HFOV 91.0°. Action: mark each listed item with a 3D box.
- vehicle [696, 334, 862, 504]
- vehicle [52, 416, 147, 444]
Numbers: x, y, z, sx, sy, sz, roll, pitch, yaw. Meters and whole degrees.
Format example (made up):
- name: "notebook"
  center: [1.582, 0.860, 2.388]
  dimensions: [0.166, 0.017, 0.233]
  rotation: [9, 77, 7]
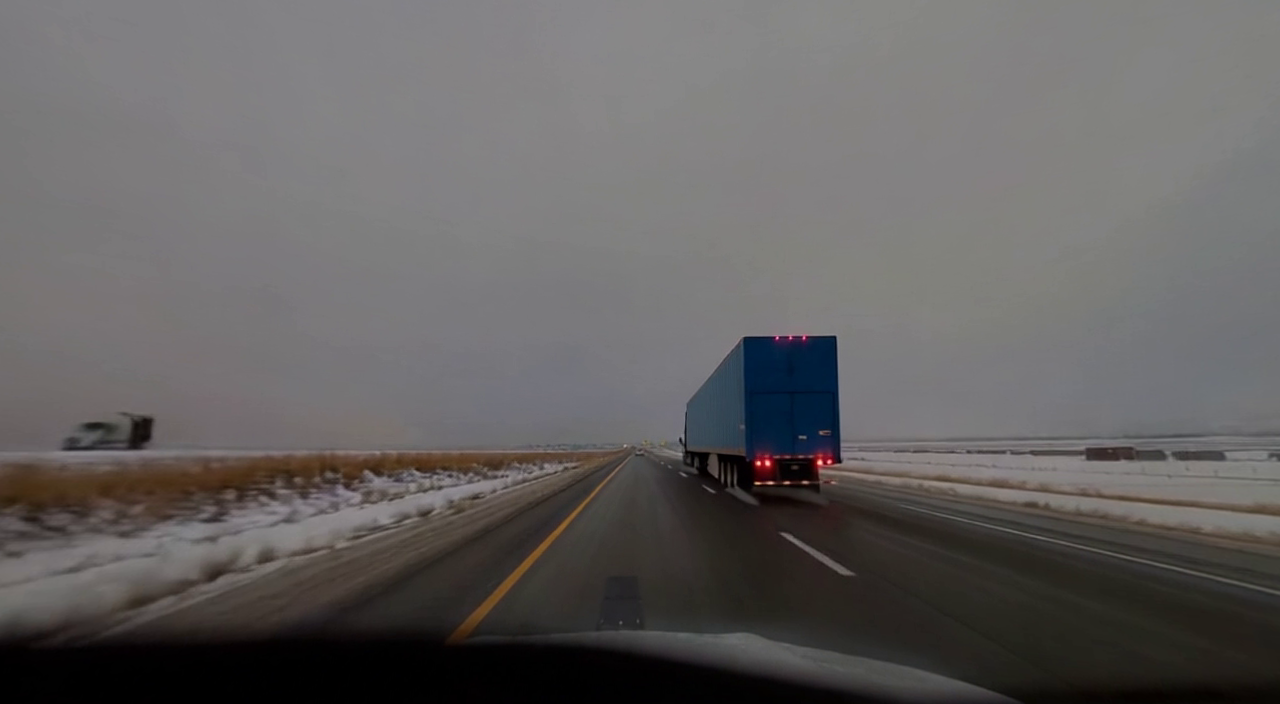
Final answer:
- name: "vehicle"
  center: [3.981, 2.606, 22.046]
  dimensions: [2.818, 4.206, 12.987]
  rotation: [0, -9, 0]
- name: "vehicle"
  center: [-33.386, 4.870, 39.098]
  dimensions: [1.905, 1.601, 4.480]
  rotation: [0, -9, 0]
